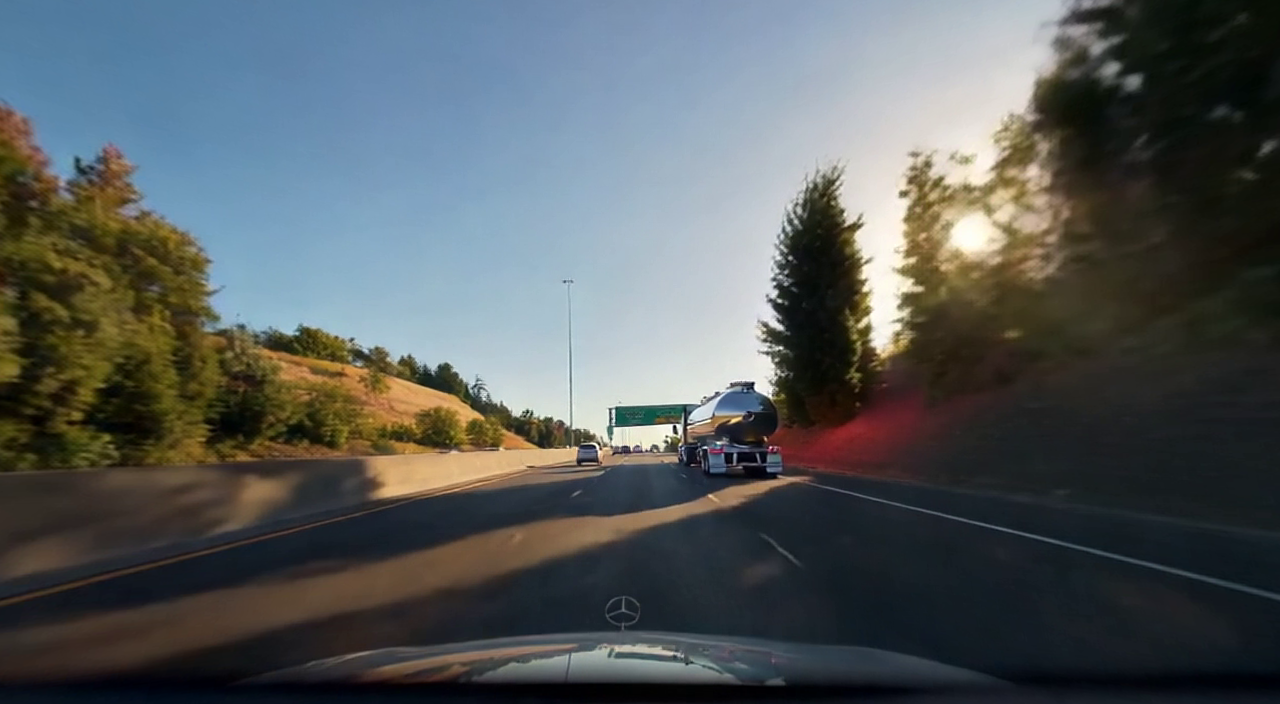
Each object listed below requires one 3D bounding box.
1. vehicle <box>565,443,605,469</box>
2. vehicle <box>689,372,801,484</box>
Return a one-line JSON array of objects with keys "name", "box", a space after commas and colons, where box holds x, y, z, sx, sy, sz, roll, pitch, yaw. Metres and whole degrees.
[{"name": "vehicle", "box": [-3.306, 6.308, 38.508, 1.986, 1.458, 4.506, 0, -9, 1]}, {"name": "vehicle", "box": [3.881, 3.239, 25.904, 2.759, 3.734, 9.708, 0, -9, -1]}]
